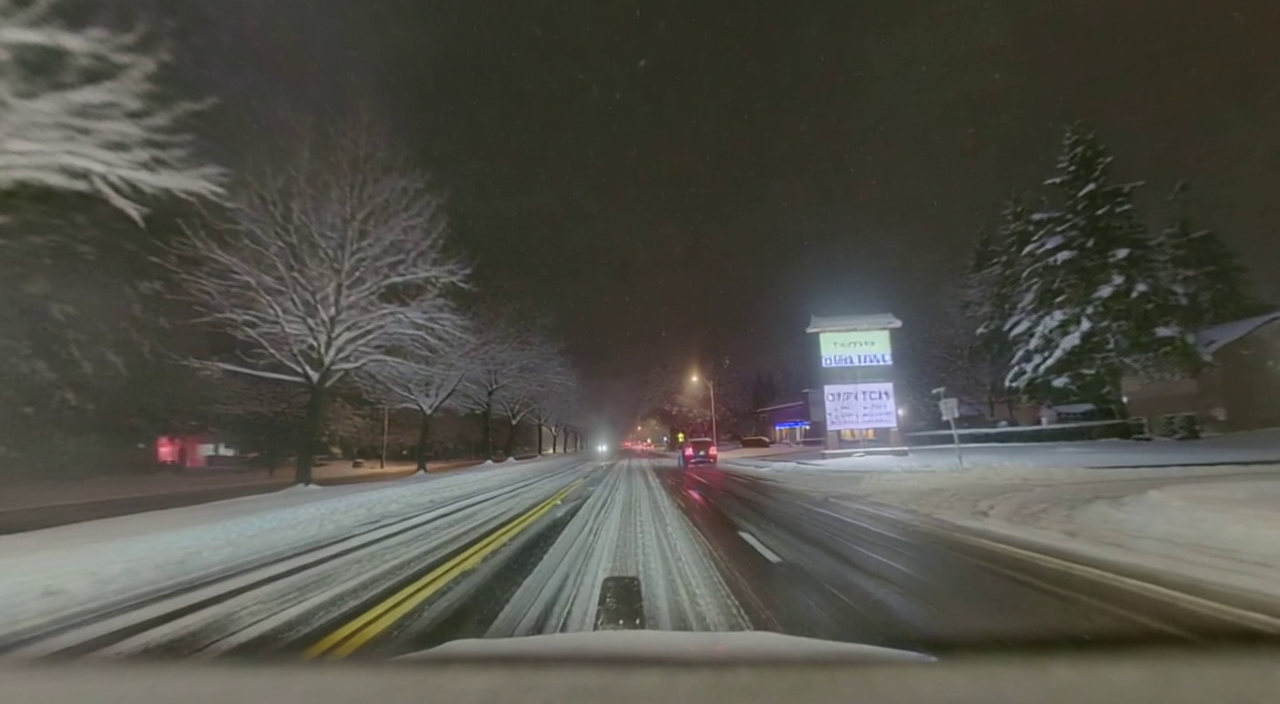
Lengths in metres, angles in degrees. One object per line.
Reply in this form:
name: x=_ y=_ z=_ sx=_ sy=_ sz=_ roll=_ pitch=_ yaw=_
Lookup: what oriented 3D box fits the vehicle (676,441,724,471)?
vehicle: x=3.195 y=5.670 z=34.693 sx=2.033 sy=1.482 sz=4.571 roll=0 pitch=-8 yaw=-2
